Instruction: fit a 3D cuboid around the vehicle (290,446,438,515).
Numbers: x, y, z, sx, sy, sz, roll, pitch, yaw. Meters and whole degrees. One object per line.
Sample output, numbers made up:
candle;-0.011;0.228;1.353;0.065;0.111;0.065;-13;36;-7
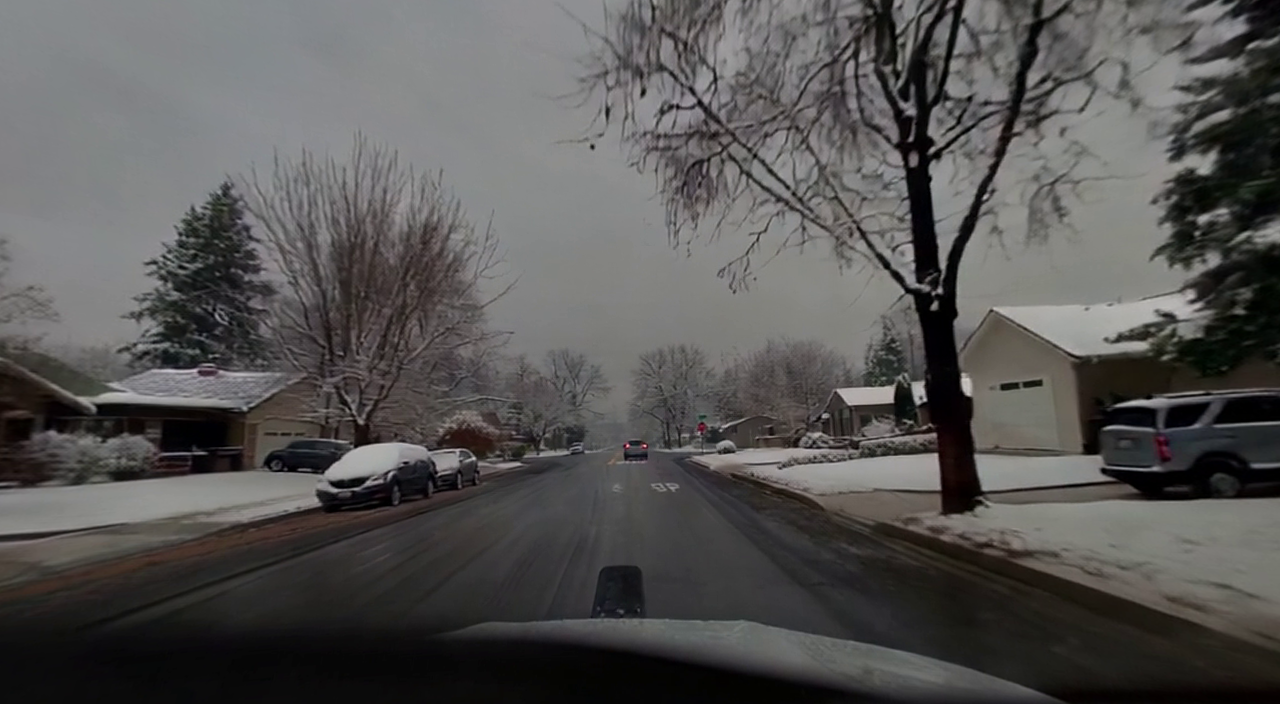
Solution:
vehicle;-7.028;3.271;16.686;1.972;1.543;4.622;0;-8;-2

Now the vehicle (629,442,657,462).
vehicle;0.260;7.718;48.794;2.043;1.484;4.340;0;-8;1

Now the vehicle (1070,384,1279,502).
vehicle;11.314;1.620;11.239;5.585;1.892;2.198;0;-8;0
